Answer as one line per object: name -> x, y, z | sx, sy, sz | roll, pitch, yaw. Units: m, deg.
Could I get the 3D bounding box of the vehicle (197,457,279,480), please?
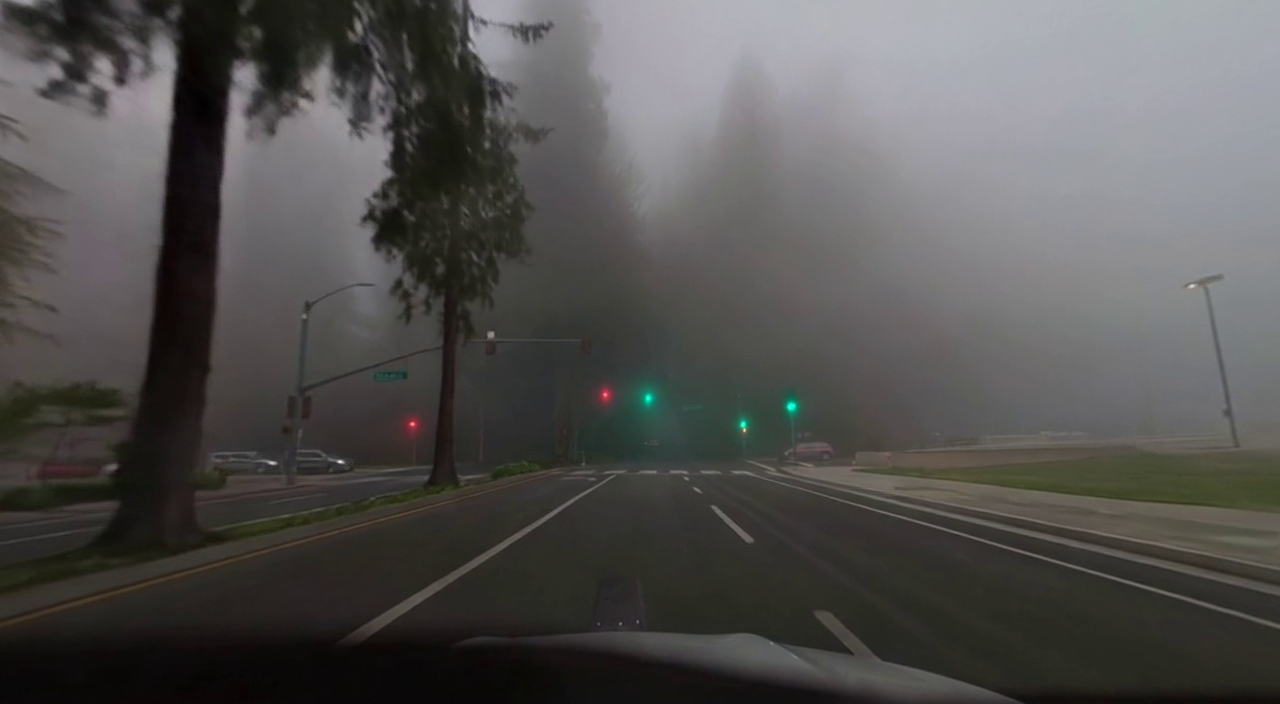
vehicle -> -27.874, 8.072, 43.884 | 4.505, 1.460, 1.929 | -1, -9, 7

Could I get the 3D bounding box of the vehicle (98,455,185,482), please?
vehicle -> -34.673, 8.064, 43.996 | 4.516, 1.756, 2.201 | -2, -9, 9

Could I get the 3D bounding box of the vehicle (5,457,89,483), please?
vehicle -> -43.415, 8.638, 46.271 | 4.752, 1.752, 1.908 | -2, -8, 11

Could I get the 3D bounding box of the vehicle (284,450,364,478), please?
vehicle -> -21.502, 7.620, 43.088 | 4.445, 1.805, 1.944 | -2, -8, 4

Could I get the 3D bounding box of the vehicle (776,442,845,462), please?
vehicle -> 12.977, 7.641, 48.267 | 4.611, 1.505, 2.029 | 0, -9, 0
